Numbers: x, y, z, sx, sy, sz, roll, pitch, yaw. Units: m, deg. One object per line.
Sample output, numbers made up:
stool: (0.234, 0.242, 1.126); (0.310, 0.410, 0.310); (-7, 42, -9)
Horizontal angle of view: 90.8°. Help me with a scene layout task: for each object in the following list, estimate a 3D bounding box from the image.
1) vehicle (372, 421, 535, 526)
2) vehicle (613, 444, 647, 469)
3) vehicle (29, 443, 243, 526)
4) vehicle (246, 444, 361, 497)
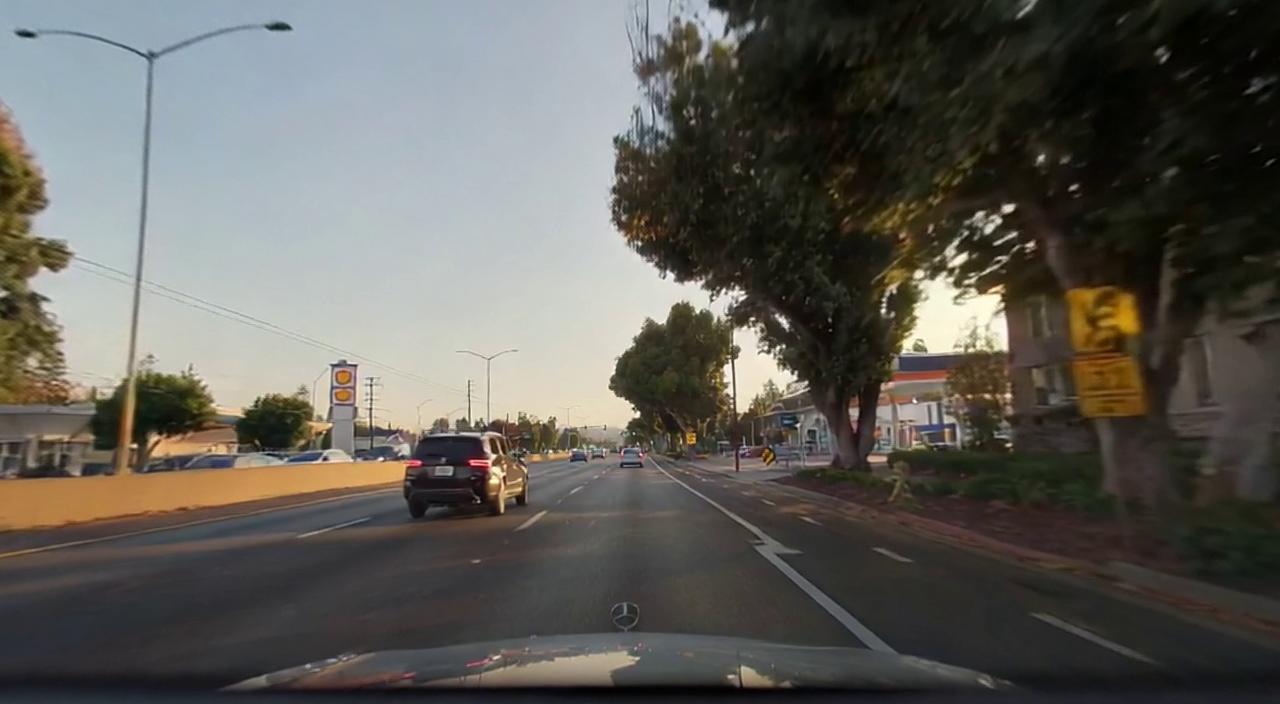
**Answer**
vehicle: (-3.567, 2.412, 13.112); (1.985, 1.772, 4.479); (0, -8, 0)
vehicle: (-0.663, 7.332, 44.581); (2.190, 1.662, 4.167); (0, -8, 2)
vehicle: (-11.838, 3.064, 15.311); (1.843, 1.512, 4.221); (-3, -7, -2)
vehicle: (-11.893, 4.158, 22.691); (1.861, 1.550, 4.321); (-4, -8, -1)
